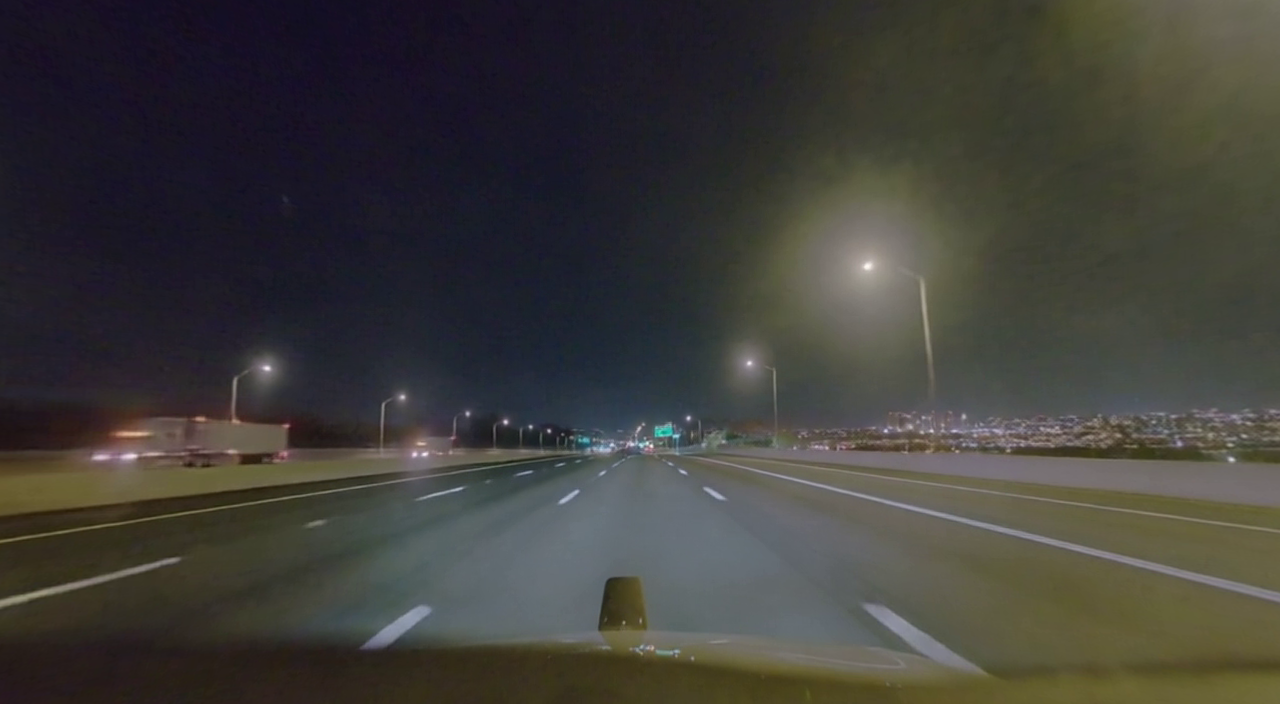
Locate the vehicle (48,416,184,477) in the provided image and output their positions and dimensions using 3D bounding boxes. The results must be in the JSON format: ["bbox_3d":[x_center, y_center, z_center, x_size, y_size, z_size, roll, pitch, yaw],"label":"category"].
[{"bbox_3d":[-35.979,6.543,43.783,2.962,3.843,7.283,0,-8,0],"label":"vehicle"}]
